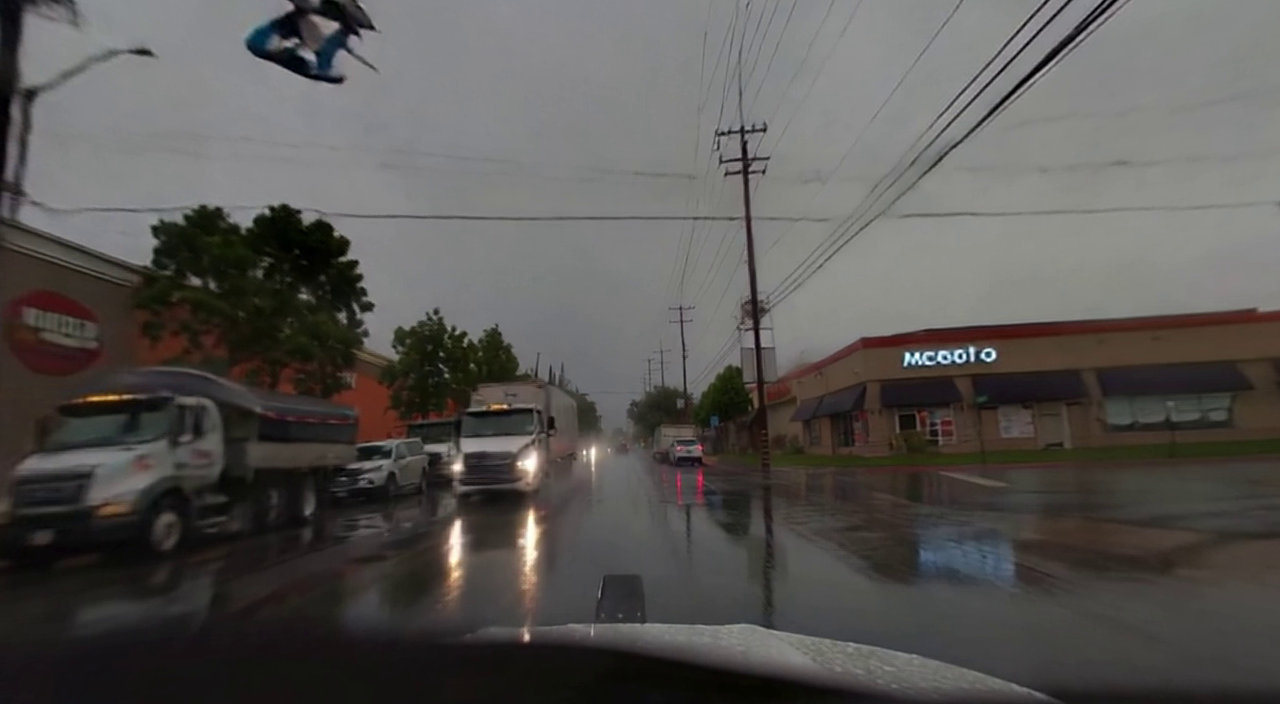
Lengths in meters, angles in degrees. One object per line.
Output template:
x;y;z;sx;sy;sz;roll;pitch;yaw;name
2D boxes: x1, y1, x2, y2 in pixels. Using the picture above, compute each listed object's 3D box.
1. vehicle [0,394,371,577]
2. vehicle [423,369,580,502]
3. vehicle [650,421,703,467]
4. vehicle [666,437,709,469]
-8.091;2.240;11.866;2.737;2.345;7.210;0;-8;1;vehicle
-4.042;2.934;21.982;2.994;3.308;12.131;0;-8;-1;vehicle
2.682;7.075;49.518;3.011;3.127;8.608;-3;-6;-4;vehicle
2.836;6.172;38.813;2.097;1.784;4.915;0;-8;-2;vehicle
